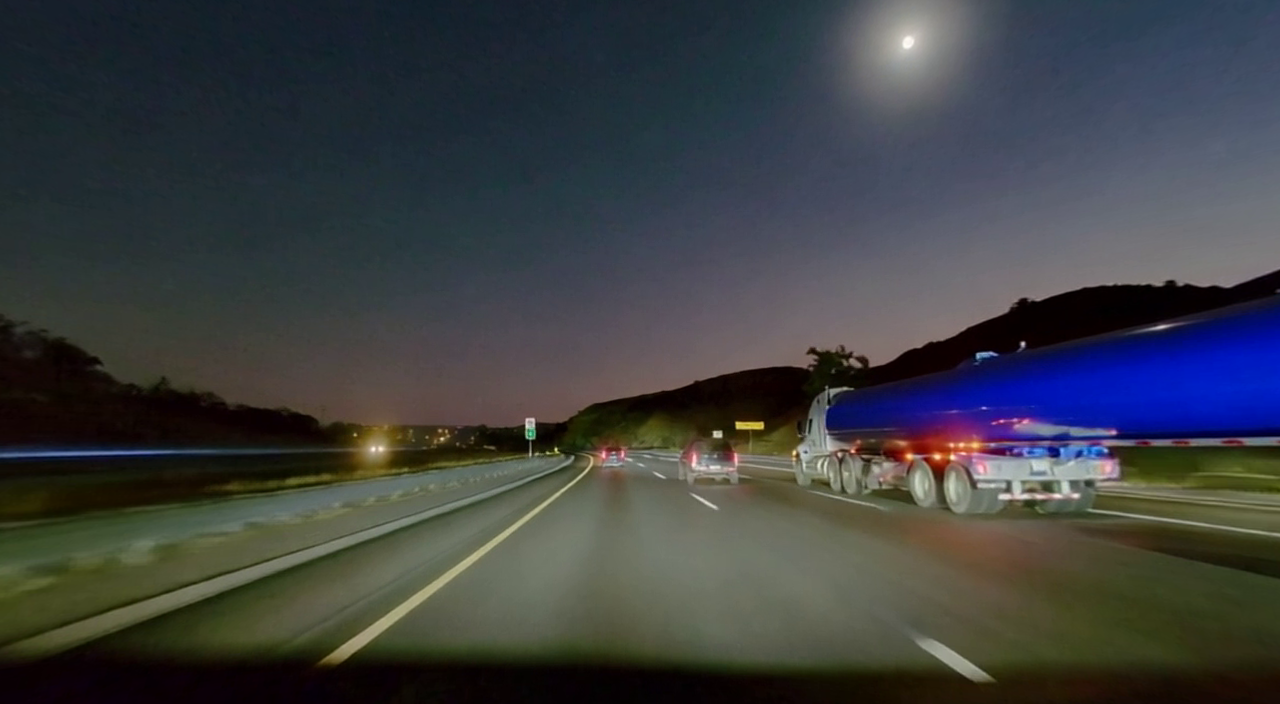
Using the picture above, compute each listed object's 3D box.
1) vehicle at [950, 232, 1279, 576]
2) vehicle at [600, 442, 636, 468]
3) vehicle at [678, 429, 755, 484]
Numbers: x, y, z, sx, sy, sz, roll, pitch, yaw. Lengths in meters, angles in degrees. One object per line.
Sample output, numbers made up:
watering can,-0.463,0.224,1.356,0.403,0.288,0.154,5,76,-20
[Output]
vehicle,7.442,0.661,7.097,2.805,3.212,9.978,0,-9,0
vehicle,-1.380,6.188,38.082,2.083,1.477,3.965,0,-9,-3
vehicle,2.688,3.825,23.359,2.098,1.794,4.561,0,-9,-3
